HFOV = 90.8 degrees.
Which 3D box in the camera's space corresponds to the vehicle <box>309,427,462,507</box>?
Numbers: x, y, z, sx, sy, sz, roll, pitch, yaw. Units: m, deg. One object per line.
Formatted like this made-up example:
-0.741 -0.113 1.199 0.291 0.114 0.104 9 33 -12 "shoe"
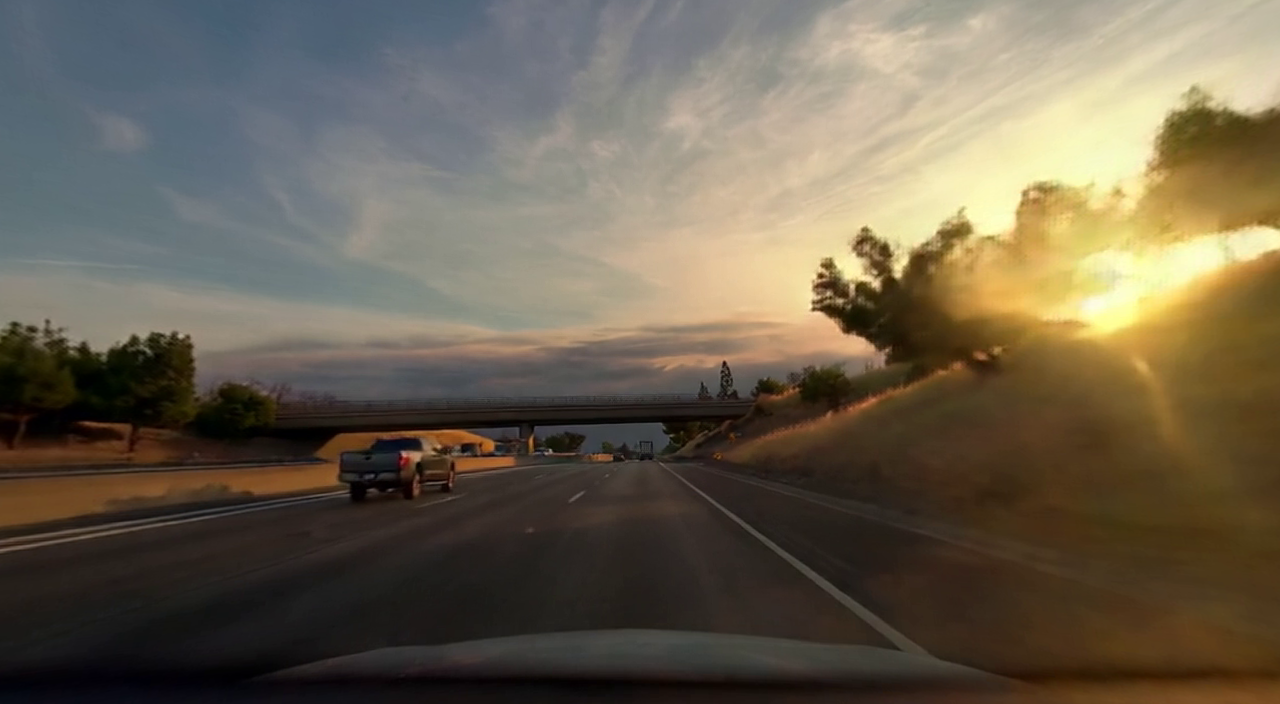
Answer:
-7.019 3.257 18.211 2.232 1.947 5.180 0 -9 0 "vehicle"
